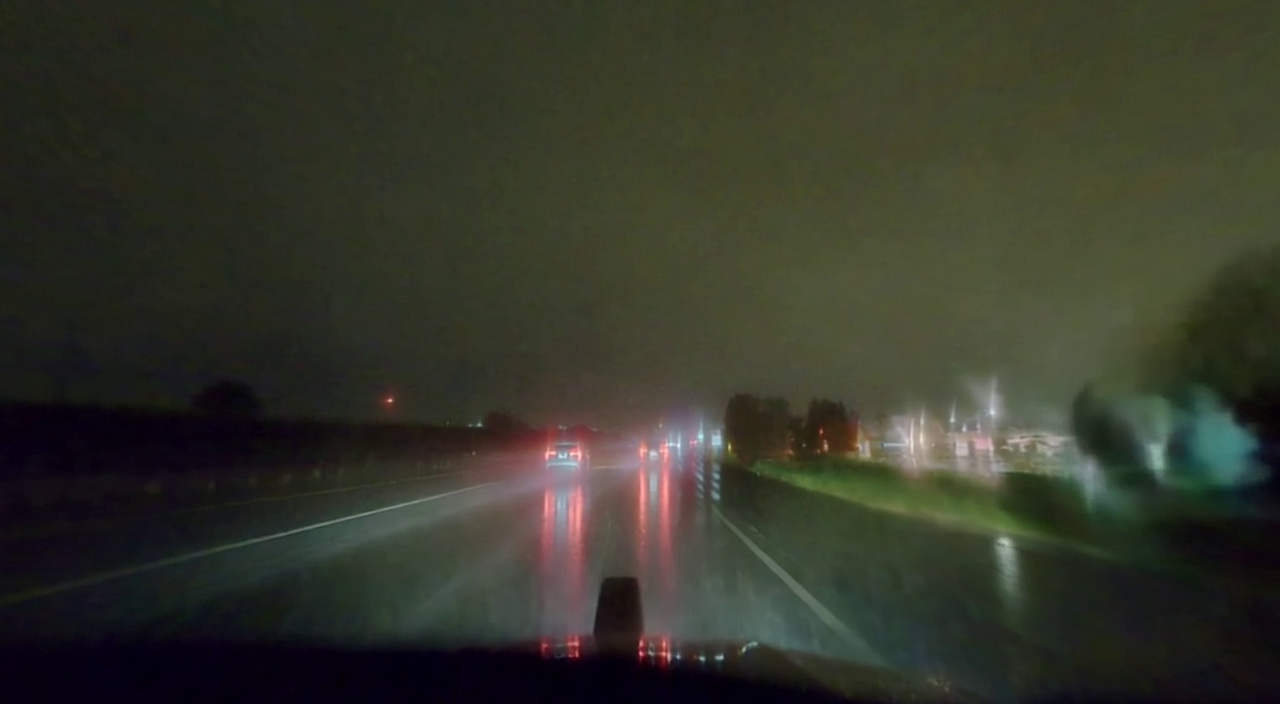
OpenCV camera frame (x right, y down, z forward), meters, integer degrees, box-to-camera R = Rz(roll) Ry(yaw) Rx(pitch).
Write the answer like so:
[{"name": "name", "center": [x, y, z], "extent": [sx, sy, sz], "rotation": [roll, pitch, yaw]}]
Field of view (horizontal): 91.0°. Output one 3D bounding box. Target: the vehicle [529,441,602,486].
[{"name": "vehicle", "center": [-2.738, 4.263, 24.316], "extent": [2.129, 1.563, 4.387], "rotation": [0, -9, 2]}]

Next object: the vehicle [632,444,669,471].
[{"name": "vehicle", "center": [0.646, 6.390, 38.191], "extent": [2.129, 1.502, 4.321], "rotation": [0, -9, 1]}]
